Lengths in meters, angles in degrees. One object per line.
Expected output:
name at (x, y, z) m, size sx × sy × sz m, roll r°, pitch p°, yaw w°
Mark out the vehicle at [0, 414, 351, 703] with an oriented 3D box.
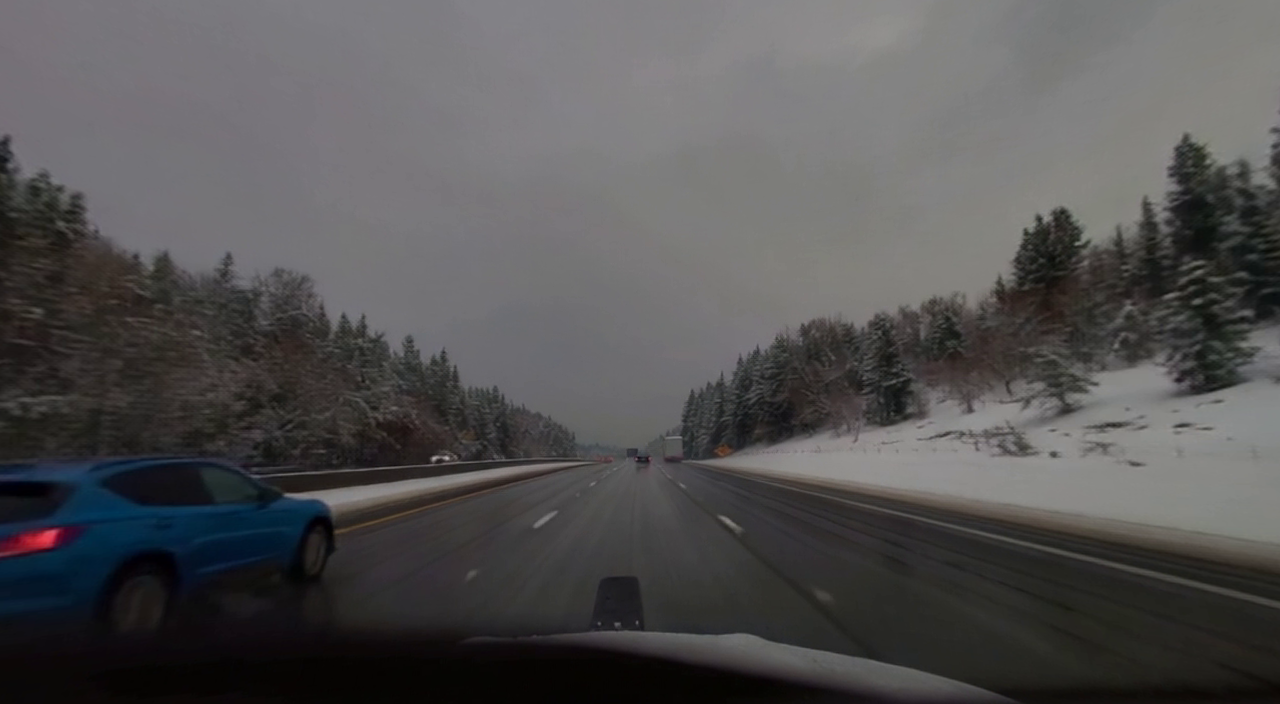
vehicle at (-4.124, 1.354, 4.842) m, size 1.927 × 1.530 × 3.874 m, roll -1°, pitch -9°, yaw 0°
